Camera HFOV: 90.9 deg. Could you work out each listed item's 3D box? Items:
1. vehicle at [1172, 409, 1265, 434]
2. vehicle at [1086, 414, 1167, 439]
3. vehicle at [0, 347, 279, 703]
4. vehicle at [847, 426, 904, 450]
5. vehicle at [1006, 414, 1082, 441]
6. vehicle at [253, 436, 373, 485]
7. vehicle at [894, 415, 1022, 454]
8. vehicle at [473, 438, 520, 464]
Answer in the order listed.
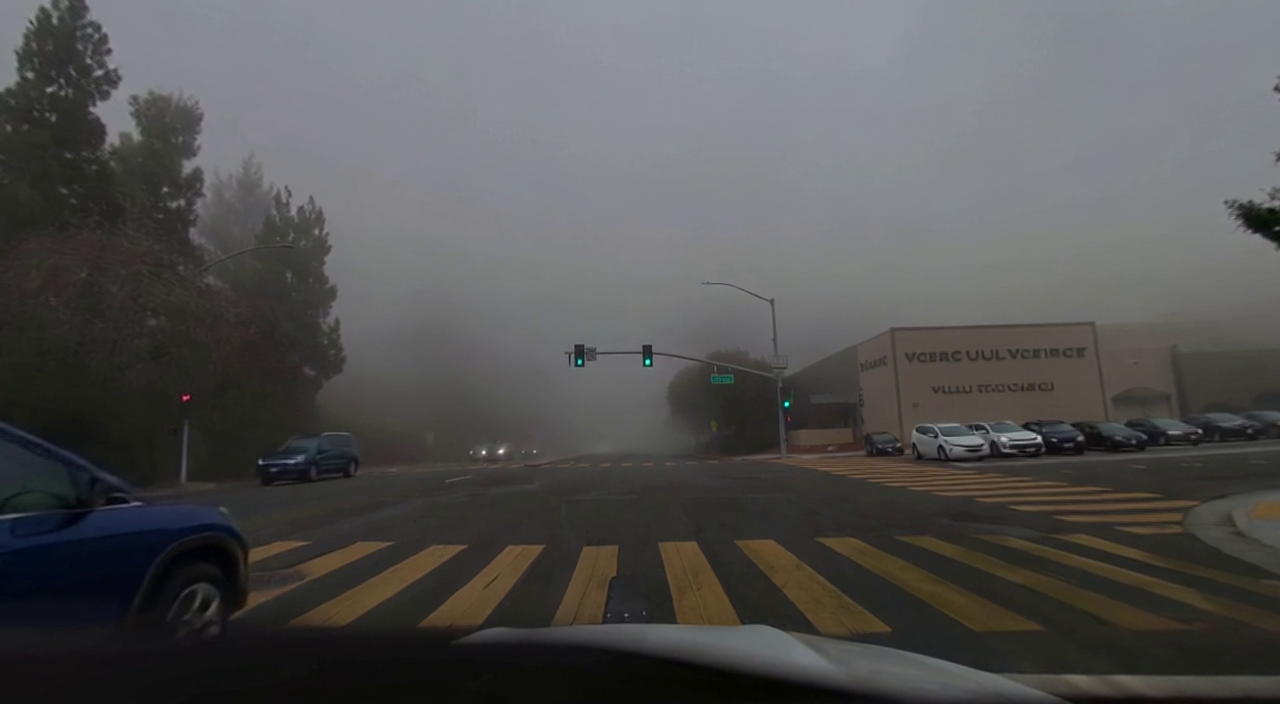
[{"bbox_3d":[38.419,4.678,42.034,1.715,1.480,4.701,0,-8,-1],"label":"vehicle"},{"bbox_3d":[31.360,4.828,40.754,1.823,1.480,4.003,0,-8,-4],"label":"vehicle"},{"bbox_3d":[-3.367,0.740,1.845,1.934,1.649,4.490,0,-8,0],"label":"vehicle"},{"bbox_3d":[17.190,6.322,46.155,3.329,1.415,1.821,-6,-9,2],"label":"vehicle"},{"bbox_3d":[26.305,4.974,41.240,2.011,1.656,4.163,0,-8,-3],"label":"vehicle"},{"bbox_3d":[-12.189,4.057,23.927,2.181,1.653,4.468,0,-8,0],"label":"vehicle"},{"bbox_3d":[13.988,3.660,27.911,4.566,1.670,2.000,0,-8,-2],"label":"vehicle"},{"bbox_3d":[-9.271,6.424,41.098,2.026,1.616,4.199,0,-8,1],"label":"vehicle"}]
